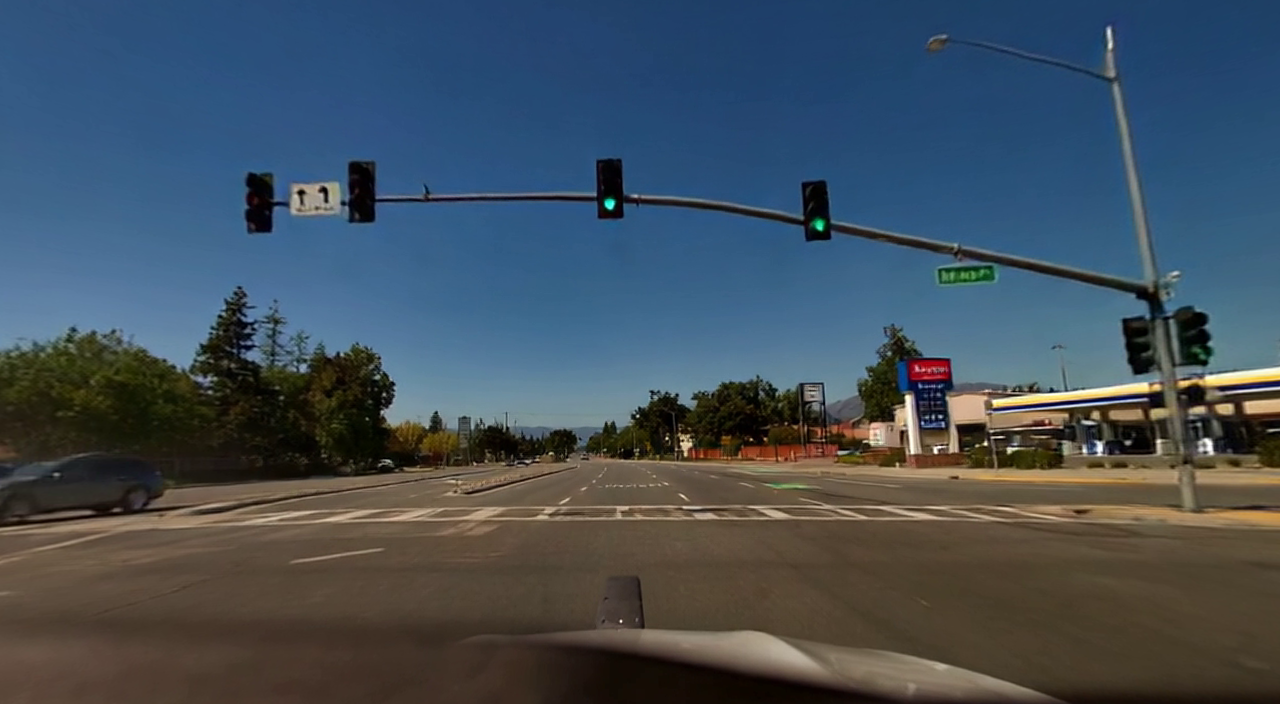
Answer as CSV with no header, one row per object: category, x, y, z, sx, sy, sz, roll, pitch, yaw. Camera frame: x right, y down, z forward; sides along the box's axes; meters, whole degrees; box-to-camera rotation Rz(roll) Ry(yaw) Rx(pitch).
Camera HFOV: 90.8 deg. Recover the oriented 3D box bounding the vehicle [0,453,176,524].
vehicle,-15.158,3.554,17.032,2.053,1.598,4.336,0,-9,-2
